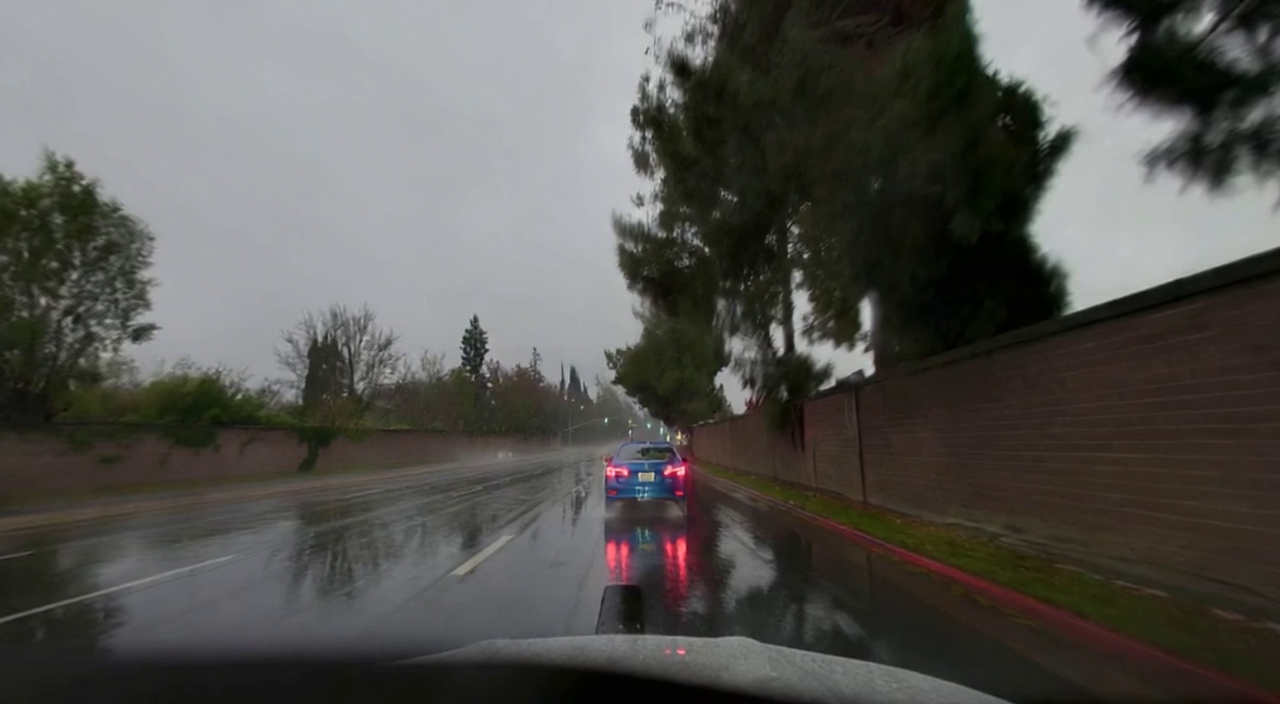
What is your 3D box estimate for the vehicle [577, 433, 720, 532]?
[{"bbox_3d":[0.121,2.336,11.955,2.205,1.509,4.272,0,-8,0],"label":"vehicle"}]
